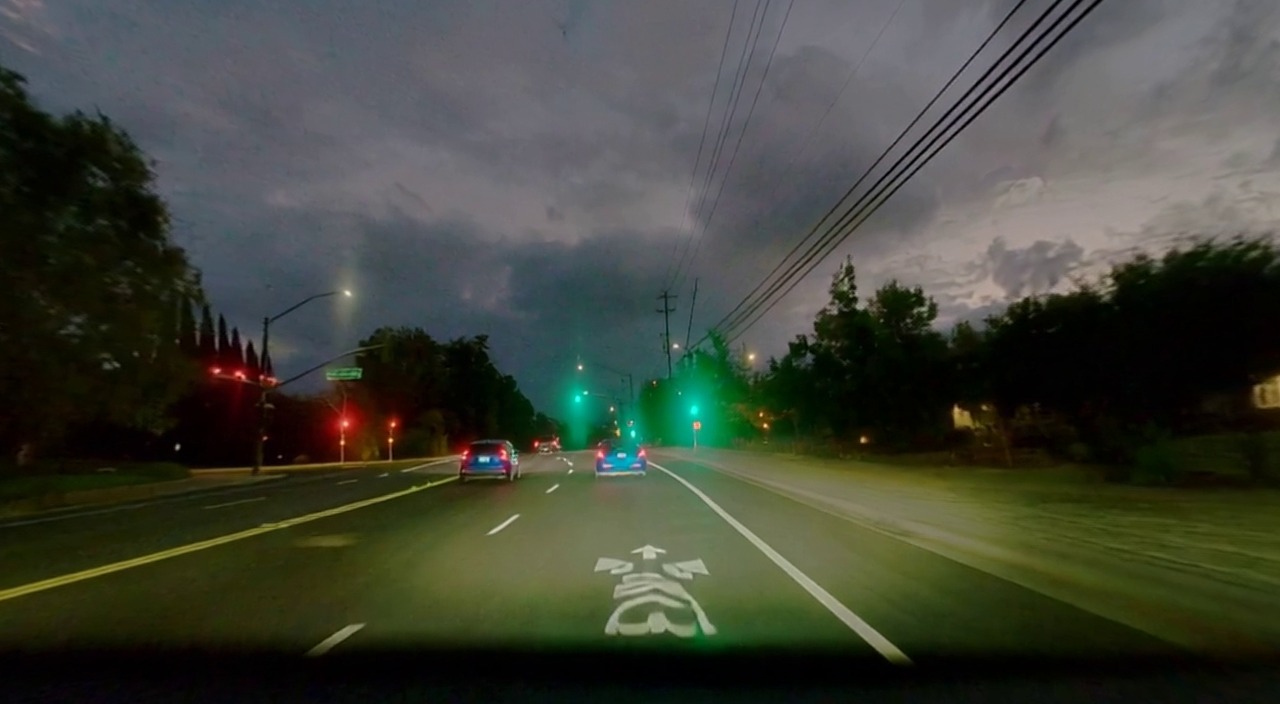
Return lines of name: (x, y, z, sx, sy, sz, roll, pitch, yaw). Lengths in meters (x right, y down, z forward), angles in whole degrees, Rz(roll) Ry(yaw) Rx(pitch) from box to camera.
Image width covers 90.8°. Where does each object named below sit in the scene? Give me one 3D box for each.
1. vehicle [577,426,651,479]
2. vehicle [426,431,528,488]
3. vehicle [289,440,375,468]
vehicle: (-0.898, 3.252, 20.547, 2.168, 1.504, 4.284, 1, -9, -4)
vehicle: (-4.466, 3.020, 18.004, 1.913, 1.425, 4.235, 0, -9, -2)
vehicle: (-20.530, 6.782, 42.143, 4.979, 1.782, 2.264, -3, -9, 20)
